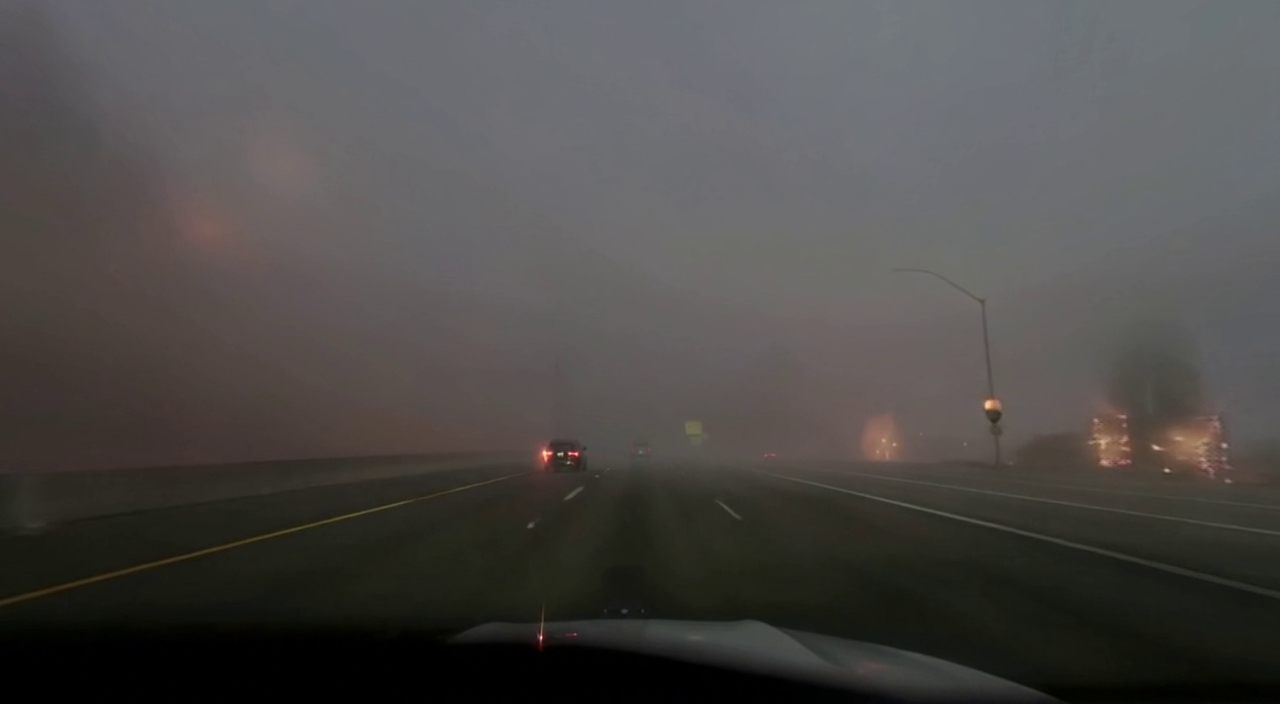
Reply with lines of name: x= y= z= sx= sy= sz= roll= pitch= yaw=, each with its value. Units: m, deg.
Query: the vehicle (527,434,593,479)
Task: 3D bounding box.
vehicle: x=-3.189 y=4.274 z=26.054 sx=2.072 sy=1.706 sz=4.359 roll=0 pitch=-8 yaw=1
